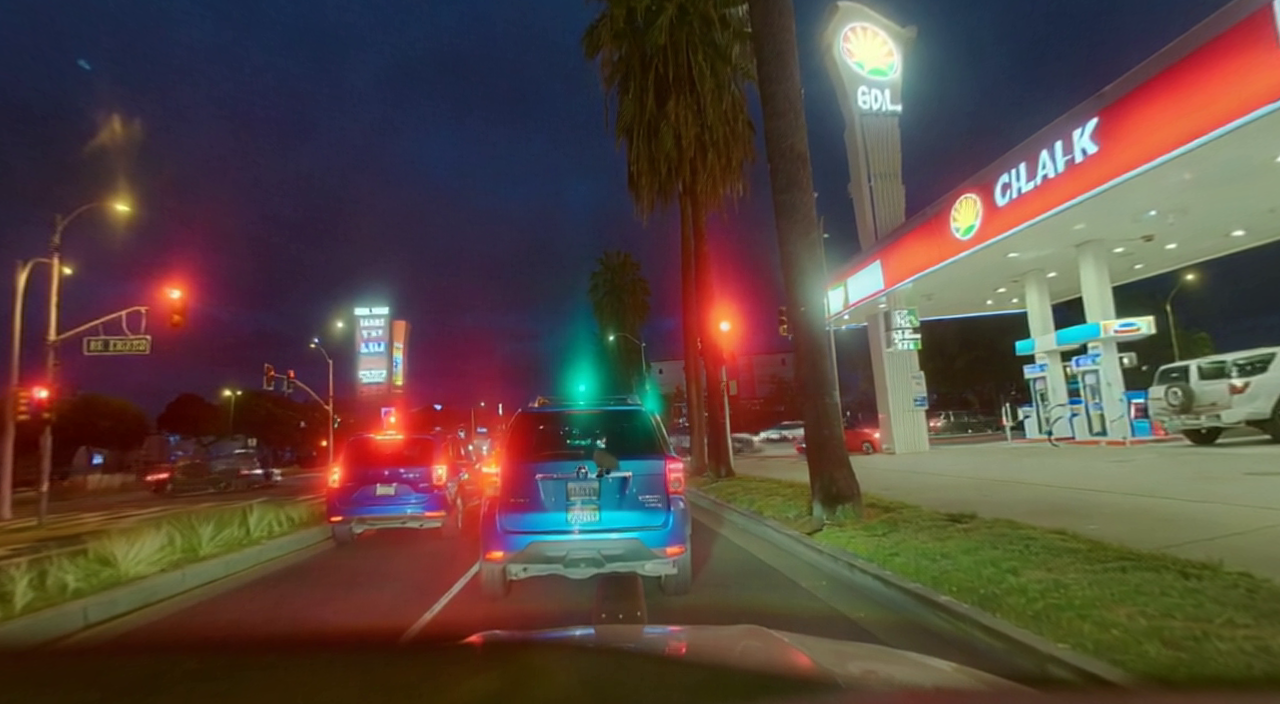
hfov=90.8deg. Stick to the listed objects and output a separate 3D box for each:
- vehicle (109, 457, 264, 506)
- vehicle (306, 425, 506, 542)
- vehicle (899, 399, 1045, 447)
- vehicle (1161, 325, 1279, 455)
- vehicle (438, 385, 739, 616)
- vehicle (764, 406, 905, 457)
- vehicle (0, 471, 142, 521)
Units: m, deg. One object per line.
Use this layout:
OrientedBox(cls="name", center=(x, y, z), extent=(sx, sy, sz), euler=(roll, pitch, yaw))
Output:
OrientedBox(cls="vehicle", center=(-19.869, 5.665, 27.879), extent=(5.026, 1.958, 2.193), euler=(0, -8, -3))
OrientedBox(cls="vehicle", center=(-3.966, 2.297, 11.851), extent=(2.097, 1.692, 5.030), euler=(0, -8, -4))
OrientedBox(cls="vehicle", center=(14.277, 3.114, 27.424), extent=(5.033, 1.999, 2.259), euler=(0, -8, -3))
OrientedBox(cls="vehicle", center=(9.971, 0.557, 8.406), extent=(4.374, 1.571, 1.963), euler=(0, -8, -4))
OrientedBox(cls="vehicle", center=(-0.591, 1.591, 7.821), extent=(2.519, 1.913, 4.819), euler=(0, -8, -4))
OrientedBox(cls="vehicle", center=(8.247, 3.435, 27.129), extent=(5.307, 2.076, 2.122), euler=(0, -8, -5))
OrientedBox(cls="vehicle", center=(-22.633, 5.523, 24.462), extent=(4.660, 1.708, 2.331), euler=(0, -8, 0))
